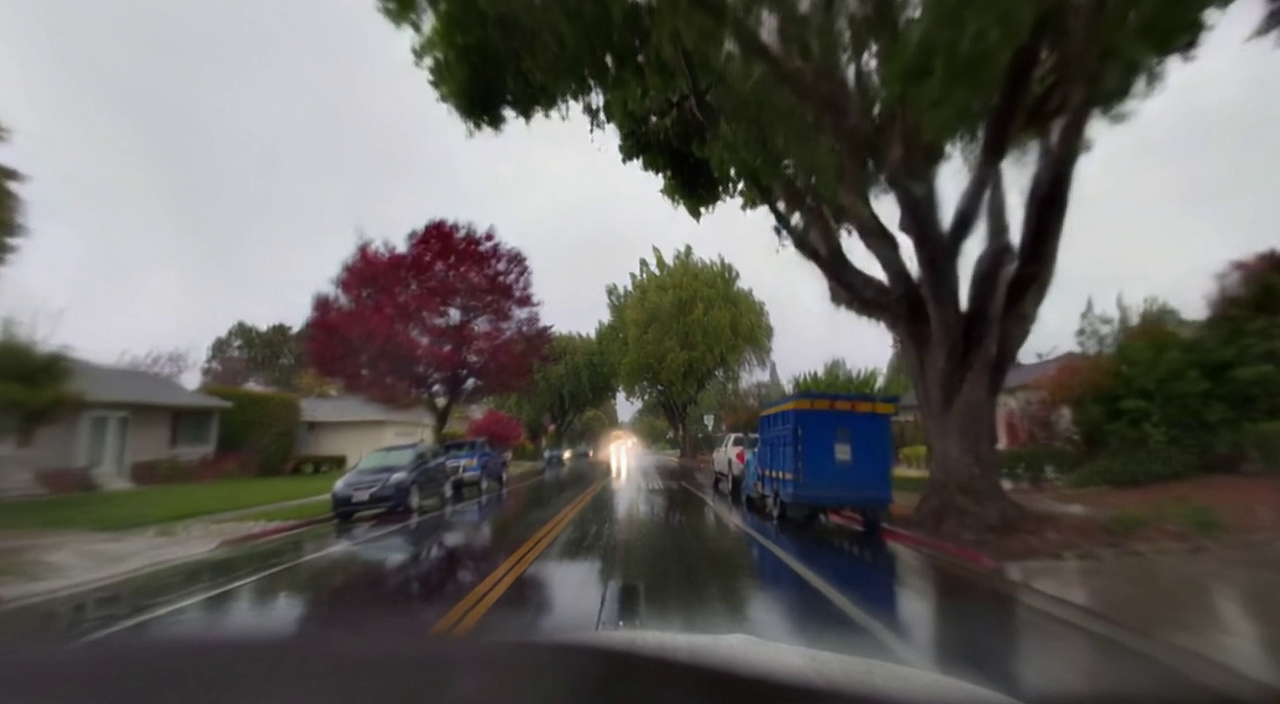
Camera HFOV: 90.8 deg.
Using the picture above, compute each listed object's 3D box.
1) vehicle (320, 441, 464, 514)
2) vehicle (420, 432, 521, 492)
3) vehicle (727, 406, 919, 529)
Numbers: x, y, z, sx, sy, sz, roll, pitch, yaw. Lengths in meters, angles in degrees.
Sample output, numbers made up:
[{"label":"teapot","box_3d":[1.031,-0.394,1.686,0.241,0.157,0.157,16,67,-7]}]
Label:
[{"label":"vehicle","box_3d":[-6.838,3.489,18.213,2.005,1.785,5.179,0,-8,1]},{"label":"vehicle","box_3d":[-6.483,4.290,25.003,2.302,2.059,5.758,0,-8,1]},{"label":"vehicle","box_3d":[3.462,2.355,13.496,2.332,2.044,5.695,0,-9,-1]}]
